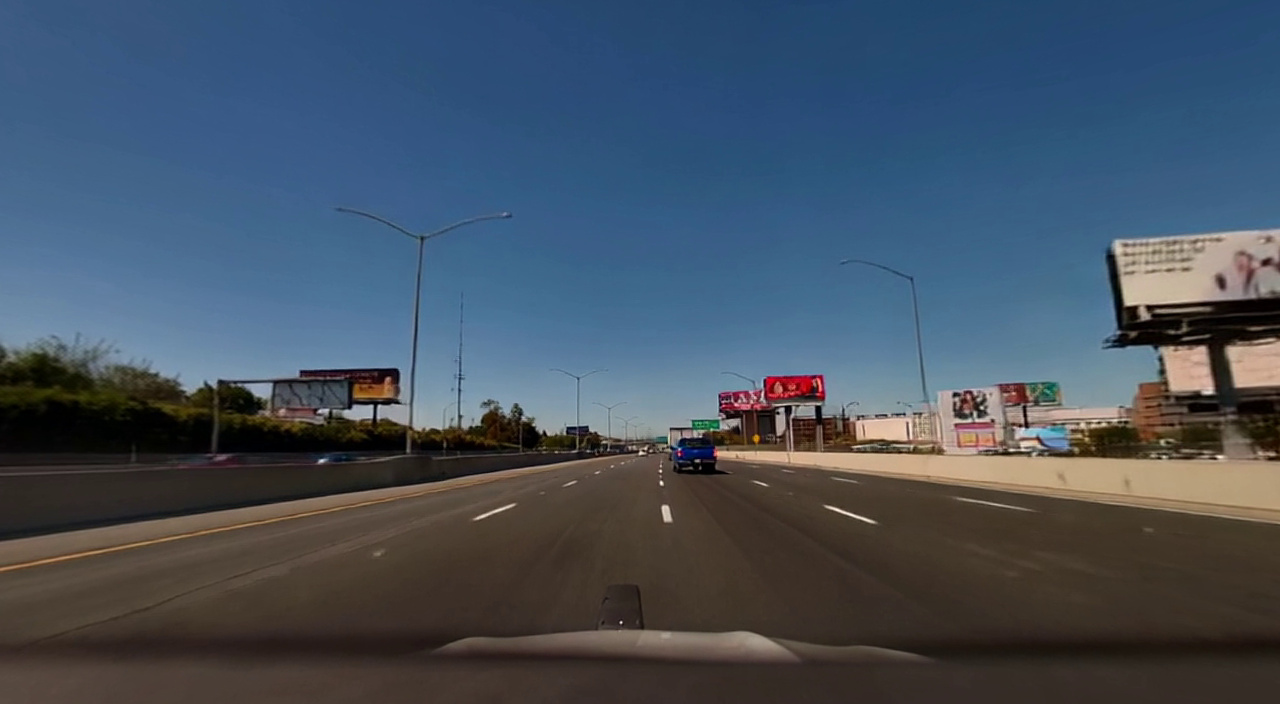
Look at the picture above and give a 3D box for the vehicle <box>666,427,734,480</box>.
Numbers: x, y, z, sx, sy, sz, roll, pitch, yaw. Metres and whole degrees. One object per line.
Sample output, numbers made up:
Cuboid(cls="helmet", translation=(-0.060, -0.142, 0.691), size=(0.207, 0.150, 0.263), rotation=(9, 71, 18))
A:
Cuboid(cls="vehicle", translation=(2.615, 4.695, 29.259), size=(2.740, 2.157, 6.300), rotation=(-1, -9, 2))
